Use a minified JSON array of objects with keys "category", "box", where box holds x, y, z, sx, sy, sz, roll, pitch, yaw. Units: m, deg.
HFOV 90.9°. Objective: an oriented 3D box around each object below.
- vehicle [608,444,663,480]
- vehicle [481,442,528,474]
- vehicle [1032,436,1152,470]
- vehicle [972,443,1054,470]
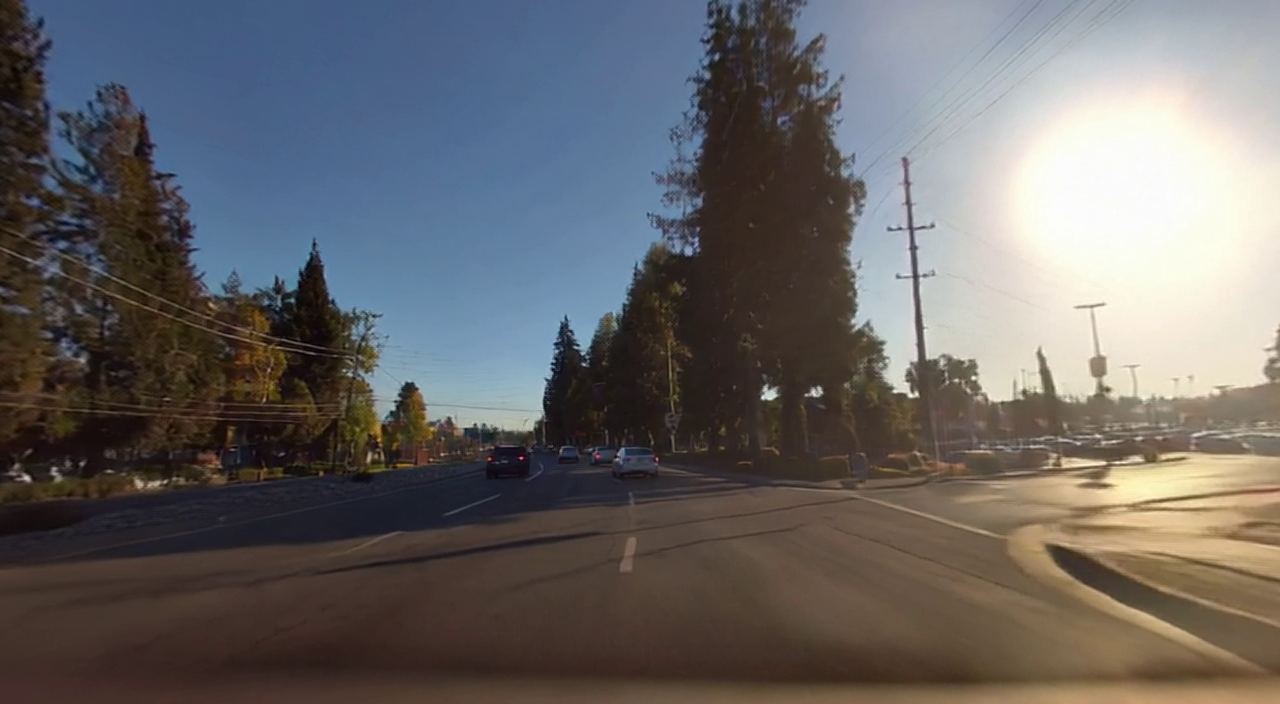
[{"category":"vehicle","box":[-0.287,5.046,29.278,2.130,1.476,4.453,1,-8,-6]},{"category":"vehicle","box":[-8.025,6.308,37.776,2.195,1.752,4.515,1,-8,-6]},{"category":"vehicle","box":[23.776,5.356,33.339,4.834,1.495,1.785,1,-9,9]},{"category":"vehicle","box":[25.310,7.099,42.920,4.350,1.447,1.696,-6,-10,10]}]
